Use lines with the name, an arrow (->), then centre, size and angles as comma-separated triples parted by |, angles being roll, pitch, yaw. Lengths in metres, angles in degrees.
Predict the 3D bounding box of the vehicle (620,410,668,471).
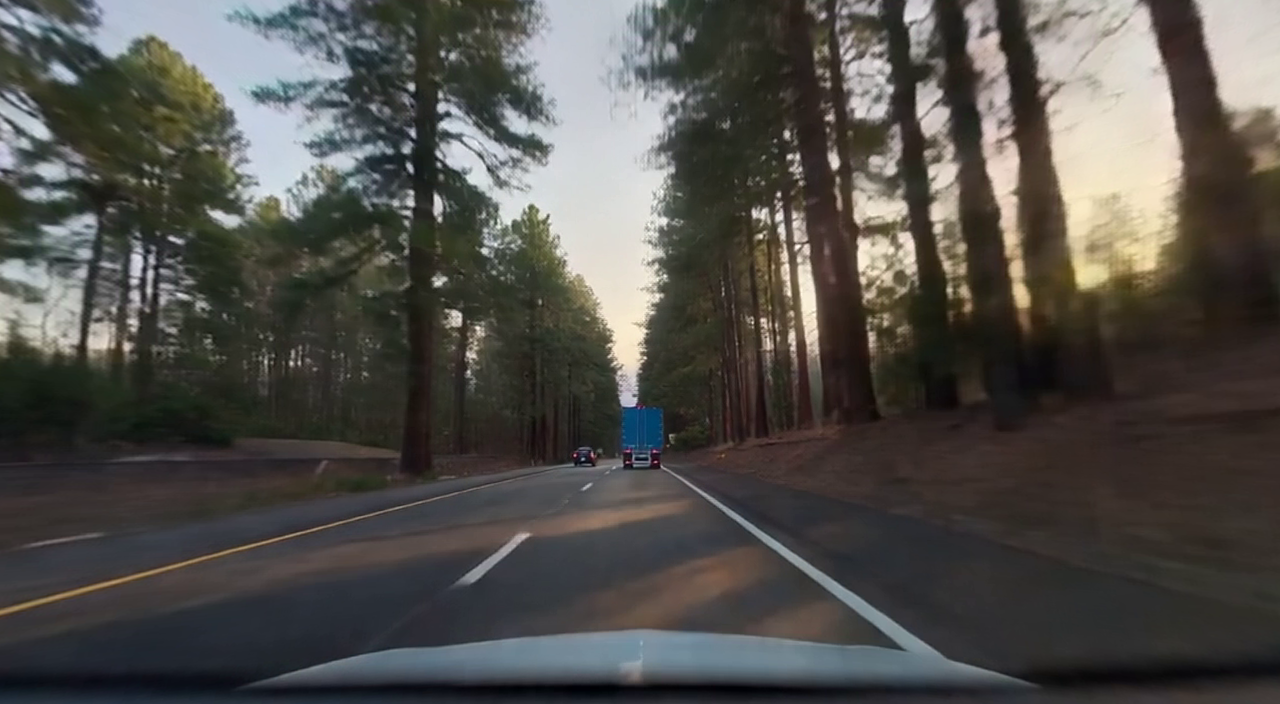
vehicle -> 0.233, 6.955, 49.322 | 3.320, 4.173, 11.889 | 0, -8, -1

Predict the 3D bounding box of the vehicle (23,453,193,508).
vehicle -> -16.617, 3.987, 20.037 | 1.799, 1.500, 4.126 | 0, -8, -1
